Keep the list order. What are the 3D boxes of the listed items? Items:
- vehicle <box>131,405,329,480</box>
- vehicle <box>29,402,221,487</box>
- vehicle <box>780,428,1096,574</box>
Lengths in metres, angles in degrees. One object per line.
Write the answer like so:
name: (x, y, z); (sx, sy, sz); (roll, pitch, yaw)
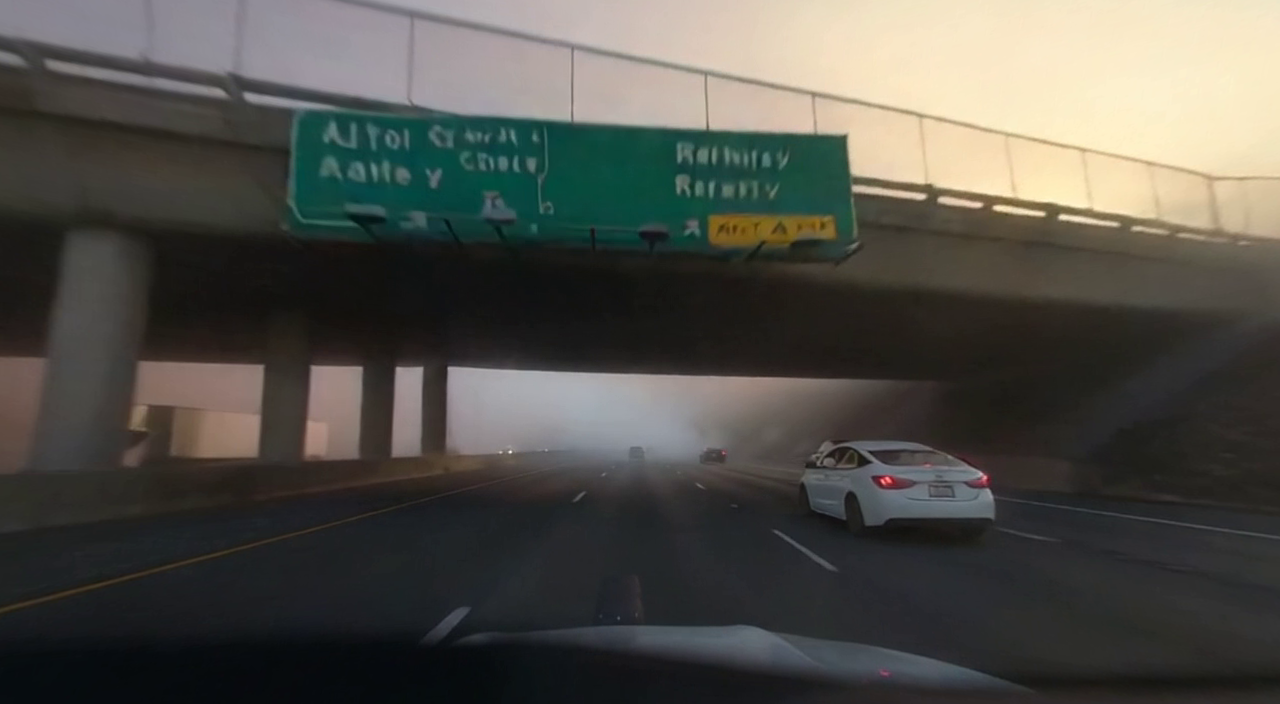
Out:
vehicle: (-27.263, 6.338, 44.009); (2.909, 4.186, 16.546); (0, -9, 0)
vehicle: (-27.157, 5.001, 34.153); (3.020, 3.976, 8.549); (0, -9, 0)
vehicle: (3.562, 1.862, 8.784); (2.076, 1.472, 4.562); (0, -9, -1)
